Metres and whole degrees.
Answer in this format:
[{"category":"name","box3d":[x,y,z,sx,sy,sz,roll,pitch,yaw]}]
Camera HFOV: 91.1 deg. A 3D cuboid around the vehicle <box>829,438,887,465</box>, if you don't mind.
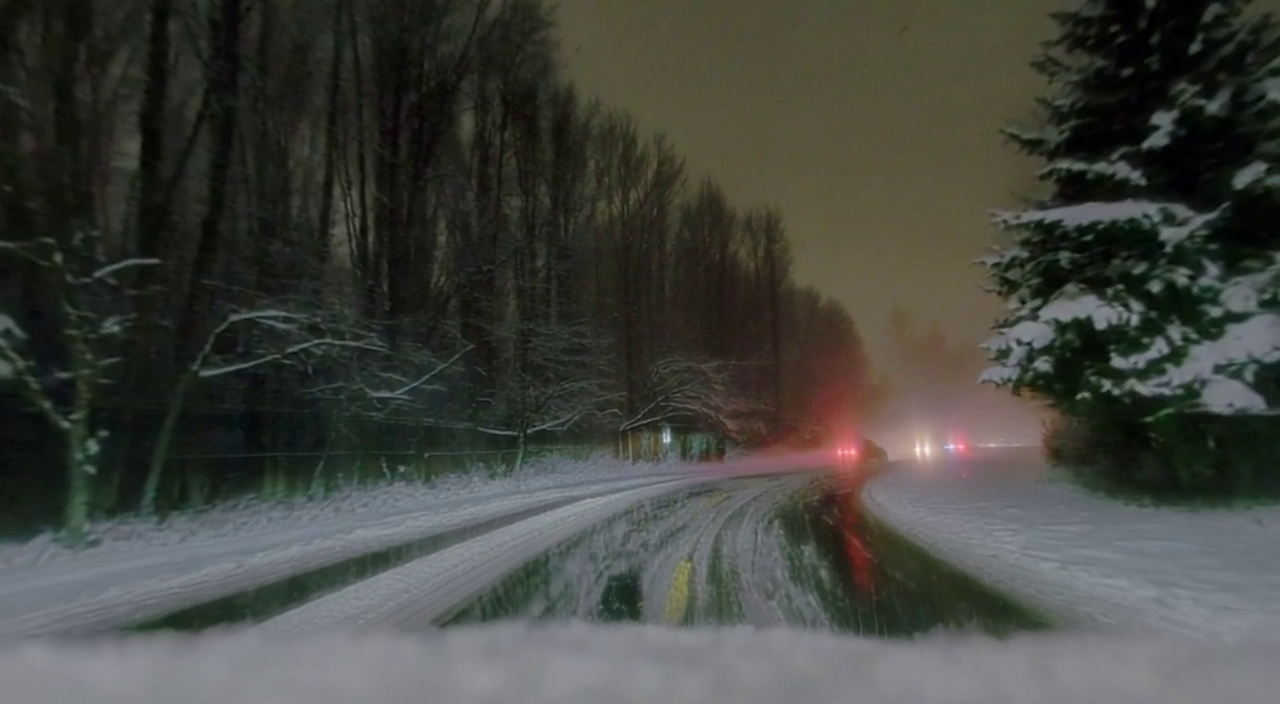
[{"category":"vehicle","box3d":[15.606,7.064,44.849,4.257,1.789,1.988,7,-10,-39]}]
